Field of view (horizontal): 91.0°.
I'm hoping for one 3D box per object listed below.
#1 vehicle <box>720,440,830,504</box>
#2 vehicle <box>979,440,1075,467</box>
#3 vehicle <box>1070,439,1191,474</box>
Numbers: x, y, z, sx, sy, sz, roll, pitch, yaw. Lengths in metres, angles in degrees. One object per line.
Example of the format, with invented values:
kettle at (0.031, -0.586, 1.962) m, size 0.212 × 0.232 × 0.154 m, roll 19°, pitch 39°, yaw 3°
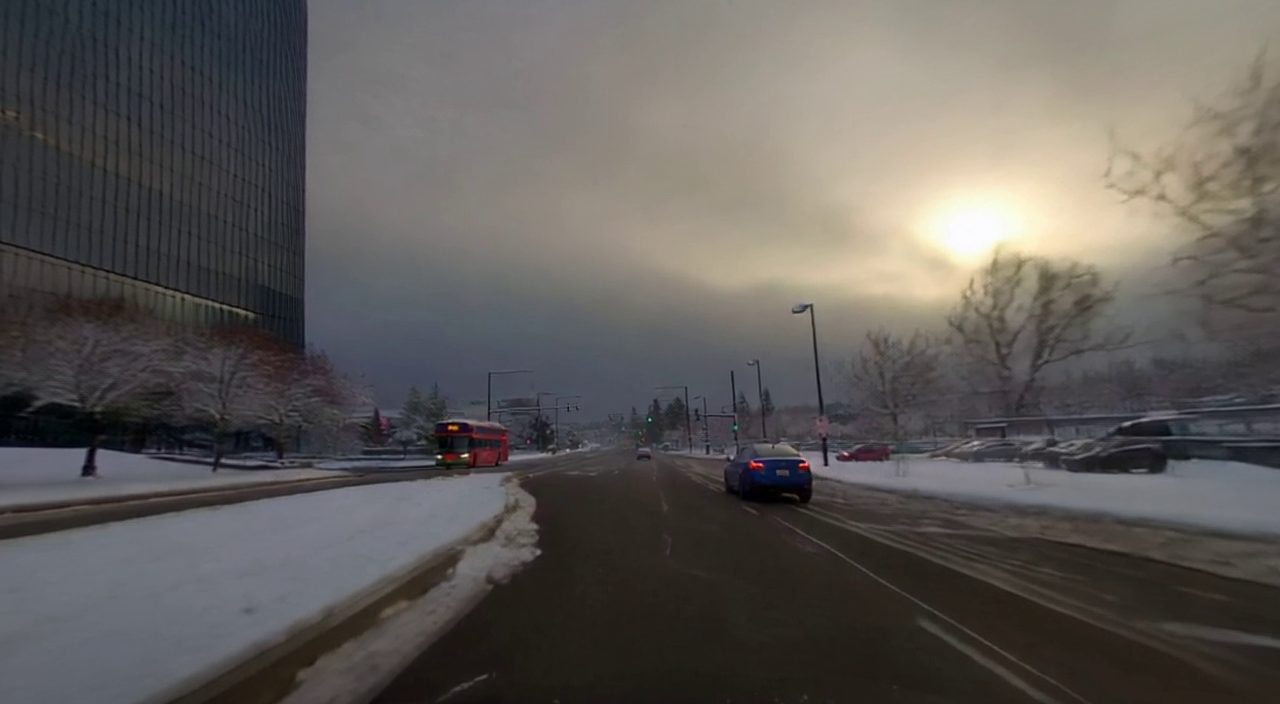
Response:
vehicle at (3.462, 3.172, 16.999) m, size 1.993 × 1.501 × 4.127 m, roll 0°, pitch -9°, yaw -1°
vehicle at (21.796, 5.719, 35.606) m, size 4.135 × 1.480 × 1.915 m, roll 0°, pitch -9°, yaw 0°
vehicle at (21.224, 4.545, 27.372) m, size 3.643 × 1.431 × 1.884 m, roll 0°, pitch -9°, yaw 0°
